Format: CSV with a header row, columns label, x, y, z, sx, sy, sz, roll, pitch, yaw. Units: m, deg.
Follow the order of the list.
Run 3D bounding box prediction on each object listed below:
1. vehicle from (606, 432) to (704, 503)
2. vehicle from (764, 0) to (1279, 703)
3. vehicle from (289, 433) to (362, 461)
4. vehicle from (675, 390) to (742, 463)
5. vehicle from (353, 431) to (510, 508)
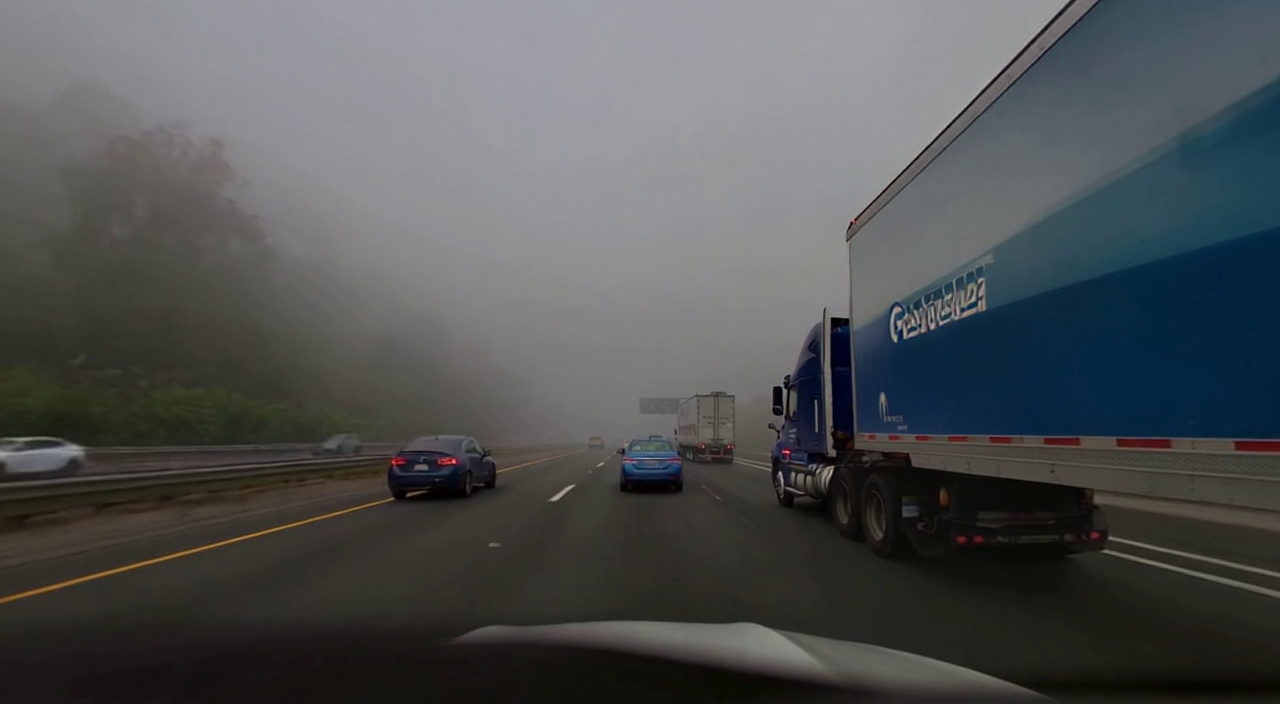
label,x,y,z,sx,sy,sz,roll,pitch,yaw
vehicle,0.308,2.620,14.814,2.021,1.435,3.611,0,-8,0
vehicle,4.237,0.190,6.532,2.816,4.070,14.136,0,-8,-1
vehicle,-18.035,5.424,36.374,1.817,1.495,4.331,0,-8,2
vehicle,4.212,5.092,42.130,2.869,4.067,13.731,0,-8,0
vehicle,-4.445,2.548,14.283,2.048,1.452,4.430,0,-8,0
